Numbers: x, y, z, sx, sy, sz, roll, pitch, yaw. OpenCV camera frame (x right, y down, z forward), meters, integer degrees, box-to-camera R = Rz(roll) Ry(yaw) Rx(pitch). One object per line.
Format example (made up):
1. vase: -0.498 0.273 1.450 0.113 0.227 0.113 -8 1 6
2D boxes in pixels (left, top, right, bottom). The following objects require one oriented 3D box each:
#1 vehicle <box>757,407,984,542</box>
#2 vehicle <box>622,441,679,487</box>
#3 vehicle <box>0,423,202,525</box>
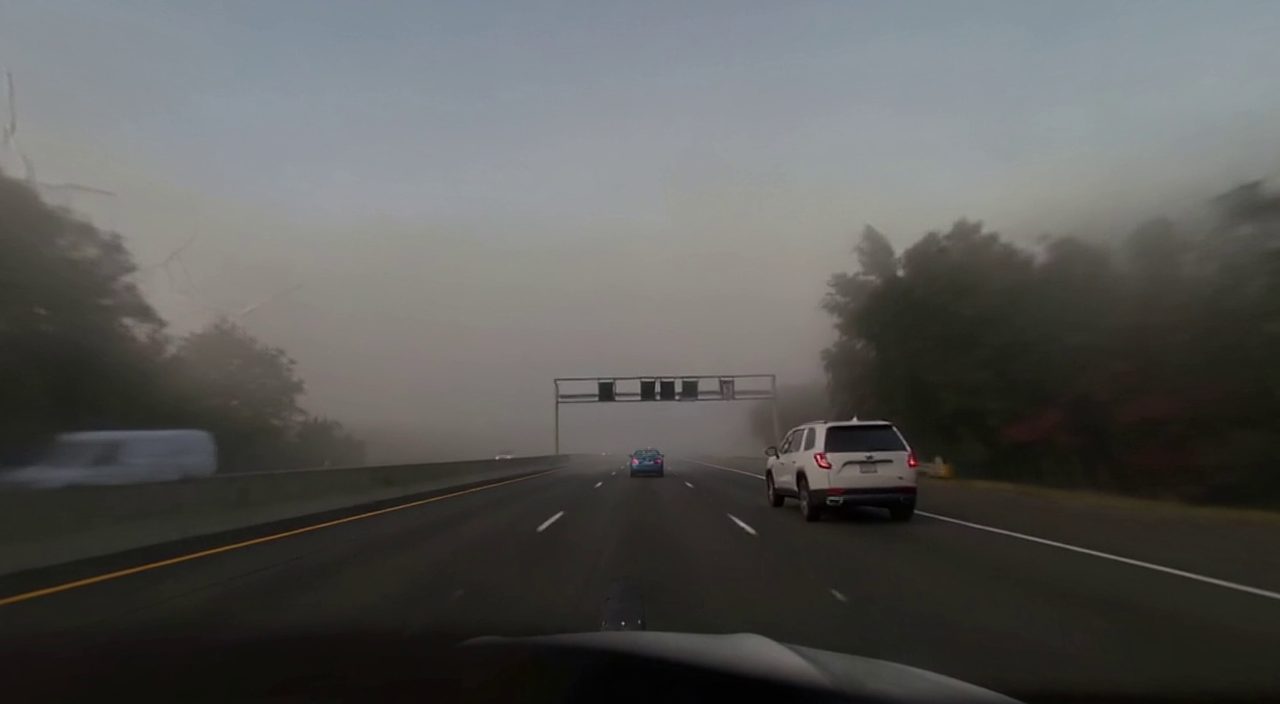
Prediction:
1. vehicle: 3.676 2.095 11.323 2.104 1.861 4.956 0 -9 -1
2. vehicle: 0.366 4.394 25.037 2.083 1.653 3.787 0 -9 0
3. vehicle: -19.592 4.084 21.799 2.778 2.875 8.205 0 -9 1
